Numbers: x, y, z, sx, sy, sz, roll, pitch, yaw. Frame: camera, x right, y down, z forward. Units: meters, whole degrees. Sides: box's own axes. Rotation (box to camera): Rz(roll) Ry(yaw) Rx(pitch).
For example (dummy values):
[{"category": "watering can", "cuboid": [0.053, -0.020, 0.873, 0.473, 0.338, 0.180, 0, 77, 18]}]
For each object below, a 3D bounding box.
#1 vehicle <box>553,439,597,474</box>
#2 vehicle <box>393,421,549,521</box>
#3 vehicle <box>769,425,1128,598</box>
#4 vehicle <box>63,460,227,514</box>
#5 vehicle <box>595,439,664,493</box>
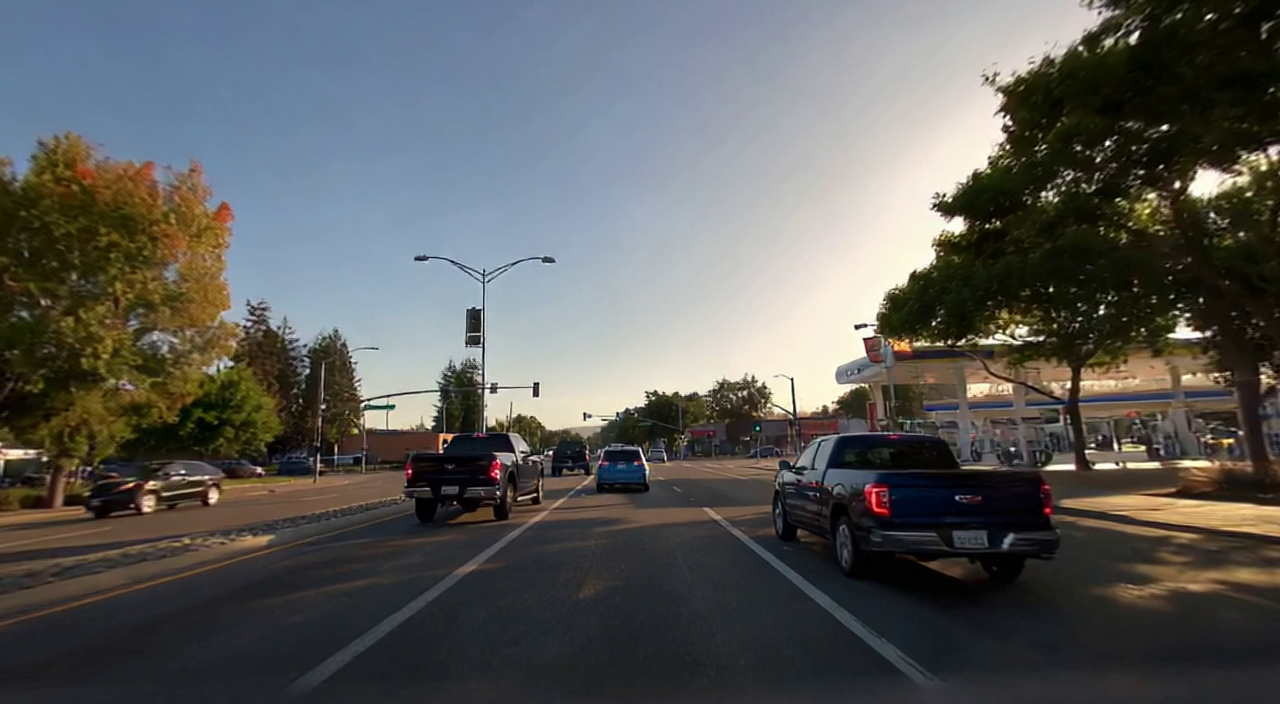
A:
[{"category": "vehicle", "cuboid": [-4.023, 6.564, 39.991, 2.321, 2.026, 5.307, 0, -9, -1]}, {"category": "vehicle", "cuboid": [-3.669, 2.730, 15.078, 2.195, 1.905, 5.634, 0, -9, 0]}, {"category": "vehicle", "cuboid": [3.163, 1.728, 7.805, 2.061, 1.487, 4.462, 0, -9, -2]}, {"category": "vehicle", "cuboid": [-16.191, 4.410, 21.061, 1.866, 1.477, 4.550, 0, -9, -2]}, {"category": "vehicle", "cuboid": [-0.371, 3.699, 20.815, 2.029, 1.605, 3.827, 0, -9, -2]}]
